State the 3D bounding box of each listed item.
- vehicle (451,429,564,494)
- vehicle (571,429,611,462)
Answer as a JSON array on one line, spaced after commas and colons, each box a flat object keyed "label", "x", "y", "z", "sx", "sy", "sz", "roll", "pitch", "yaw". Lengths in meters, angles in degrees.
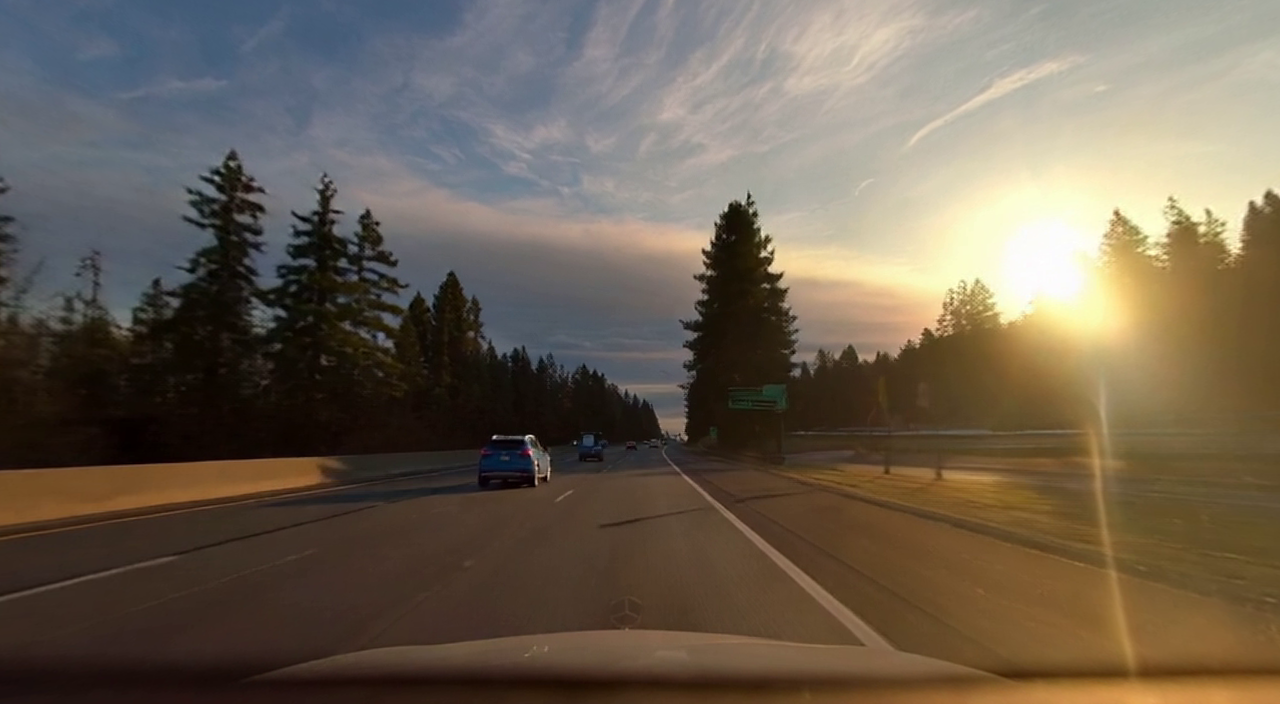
[{"label": "vehicle", "x": -3.543, "y": 3.045, "z": 17.826, "sx": 2.053, "sy": 1.589, "sz": 4.671, "roll": 0, "pitch": -8, "yaw": 2}, {"label": "vehicle", "x": -3.241, "y": 6.365, "z": 42.728, "sx": 2.241, "sy": 2.095, "sz": 4.985, "roll": 0, "pitch": -8, "yaw": 1}]
